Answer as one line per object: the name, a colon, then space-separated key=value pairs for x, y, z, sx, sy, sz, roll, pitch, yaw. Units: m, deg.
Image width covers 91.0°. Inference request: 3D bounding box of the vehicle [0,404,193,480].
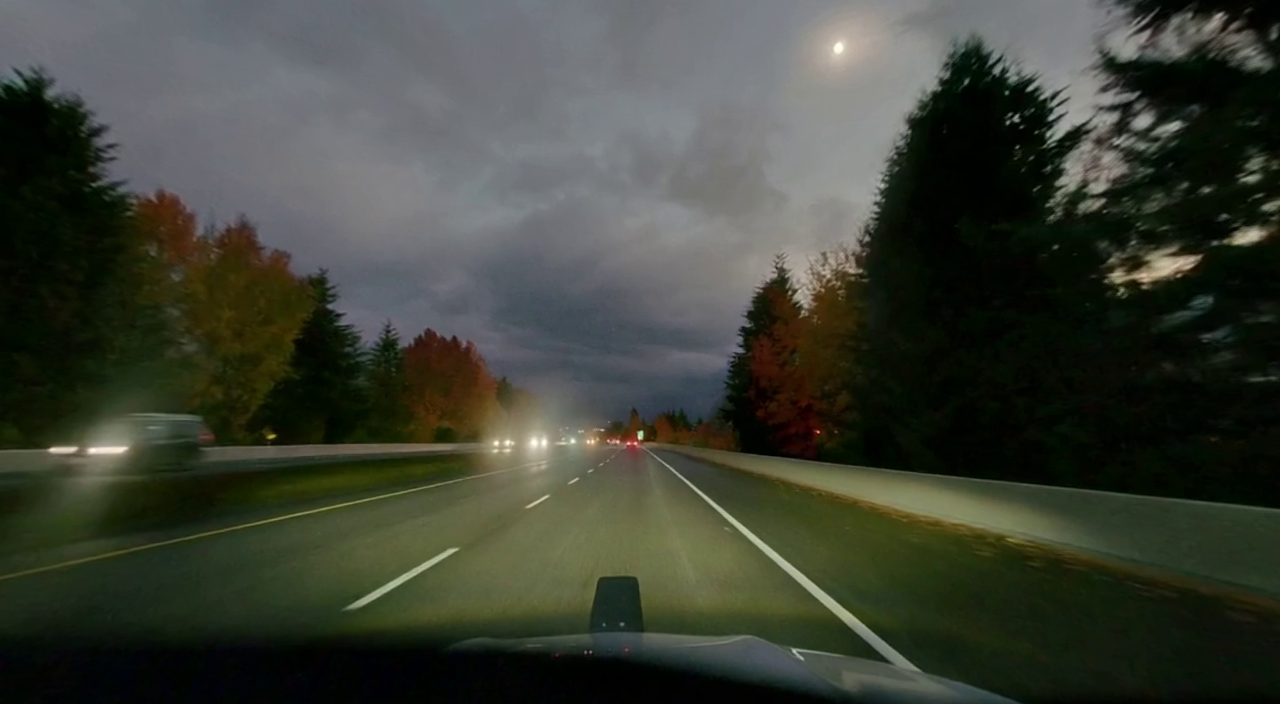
vehicle: x=-15.640 y=2.573 z=18.008 sx=2.086 sy=1.872 sz=4.771 roll=0 pitch=-8 yaw=1
